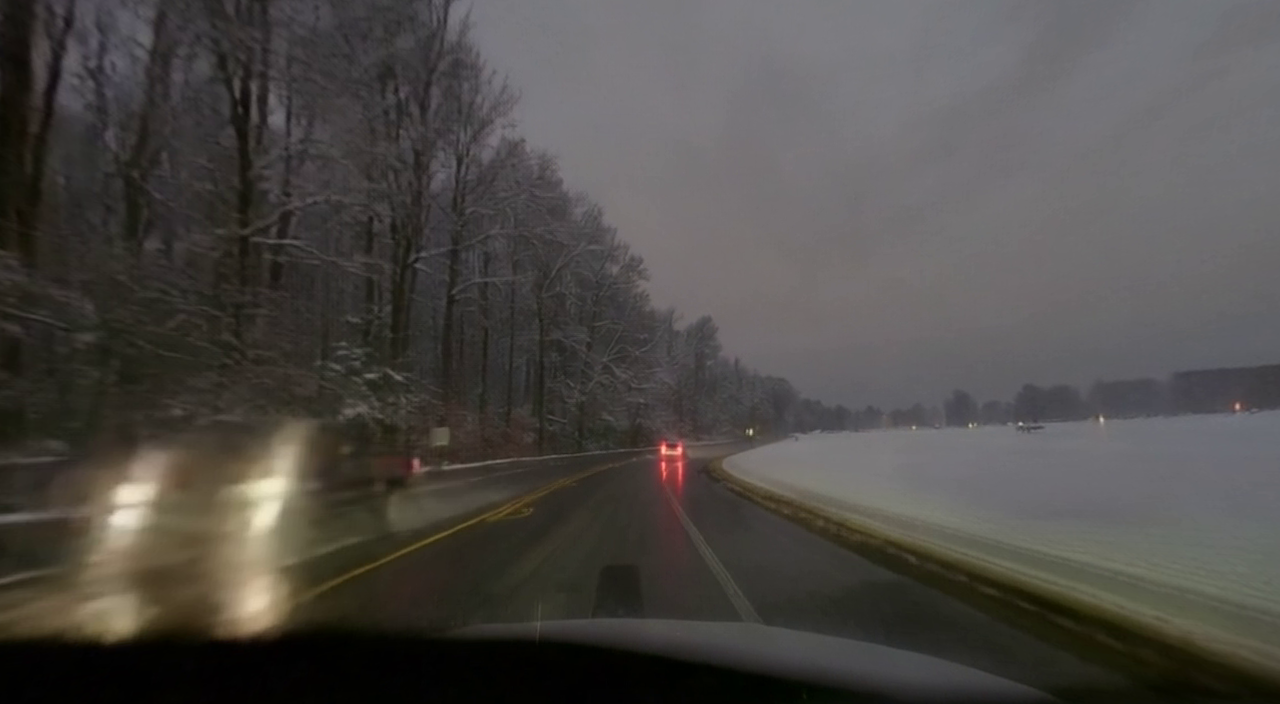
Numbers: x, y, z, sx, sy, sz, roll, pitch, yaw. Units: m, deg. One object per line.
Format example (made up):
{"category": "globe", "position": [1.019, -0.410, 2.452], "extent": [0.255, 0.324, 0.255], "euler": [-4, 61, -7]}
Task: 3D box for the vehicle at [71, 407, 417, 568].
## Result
{"category": "vehicle", "position": [-5.063, 1.792, 9.029], "extent": [2.140, 1.727, 4.202], "euler": [0, -9, 1]}
